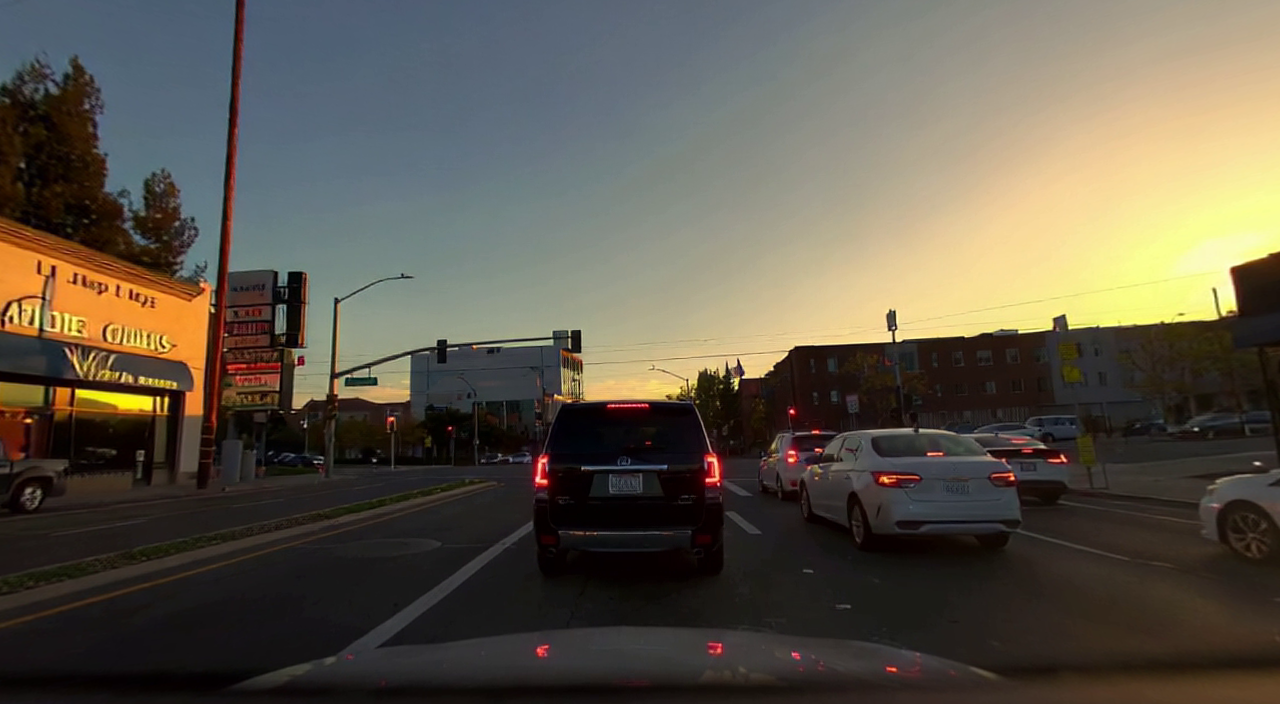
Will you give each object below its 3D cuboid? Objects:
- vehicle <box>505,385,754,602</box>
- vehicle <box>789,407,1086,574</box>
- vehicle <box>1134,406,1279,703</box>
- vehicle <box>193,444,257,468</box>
[{"bbox_3d":[-0.004,1.537,7.689,2.154,1.861,4.280,0,-8,3],"label":"vehicle"},{"bbox_3d":[3.617,1.762,8.796,2.036,1.719,4.318,0,-8,0],"label":"vehicle"},{"bbox_3d":[3.364,0.715,0.770,1.884,1.484,4.609,0,-8,2],"label":"vehicle"},{"bbox_3d":[-27.439,6.872,41.862,1.693,1.563,3.716,0,-8,0],"label":"vehicle"}]
